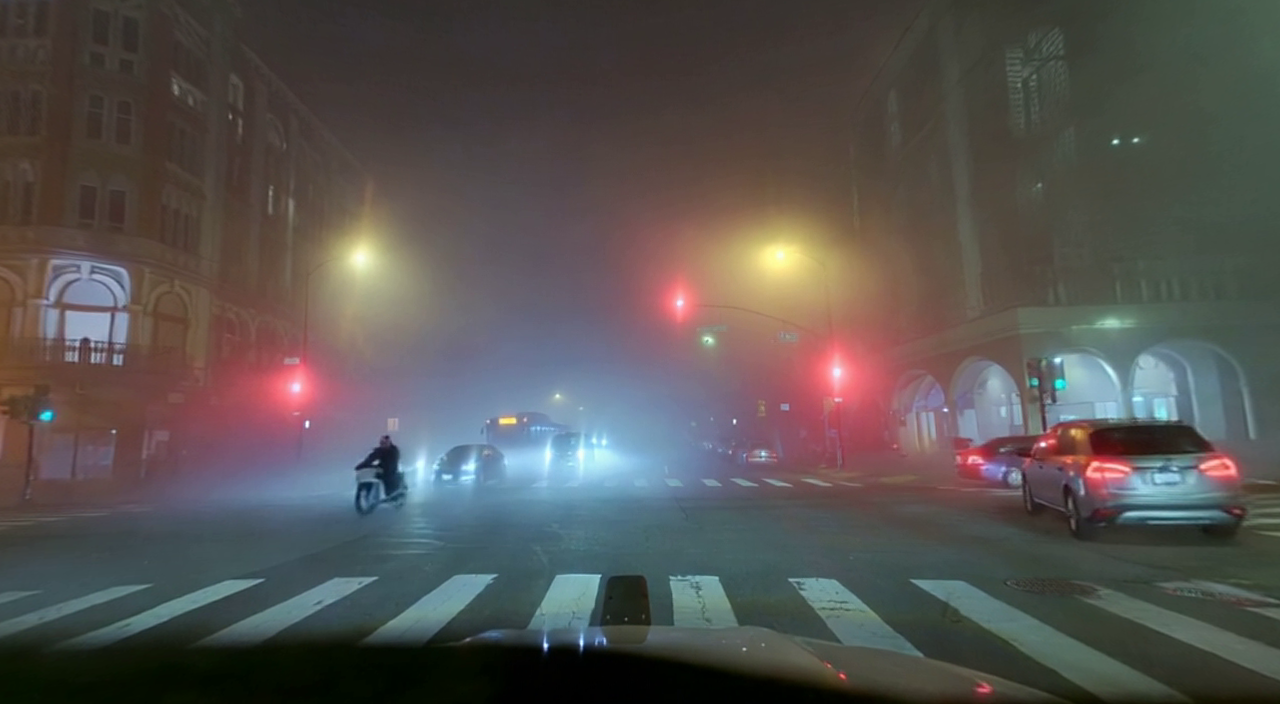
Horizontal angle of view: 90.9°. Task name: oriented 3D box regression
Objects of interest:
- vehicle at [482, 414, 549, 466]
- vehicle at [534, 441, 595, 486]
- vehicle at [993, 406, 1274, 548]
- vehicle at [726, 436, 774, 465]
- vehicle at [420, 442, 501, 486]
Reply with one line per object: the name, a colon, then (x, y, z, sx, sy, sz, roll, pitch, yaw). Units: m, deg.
vehicle: (-8.921, 6.506, 46.426, 2.981, 3.391, 9.957, 0, -8, -1)
vehicle: (-2.705, 3.906, 22.431, 1.904, 1.402, 4.759, 1, -8, -7)
vehicle: (6.761, 1.718, 9.394, 1.912, 1.505, 4.889, -3, -9, 22)
vehicle: (6.261, 5.651, 36.293, 1.926, 1.574, 3.961, 0, -8, -2)
vehicle: (-6.695, 4.193, 23.917, 1.861, 1.508, 4.052, 0, -8, 0)
